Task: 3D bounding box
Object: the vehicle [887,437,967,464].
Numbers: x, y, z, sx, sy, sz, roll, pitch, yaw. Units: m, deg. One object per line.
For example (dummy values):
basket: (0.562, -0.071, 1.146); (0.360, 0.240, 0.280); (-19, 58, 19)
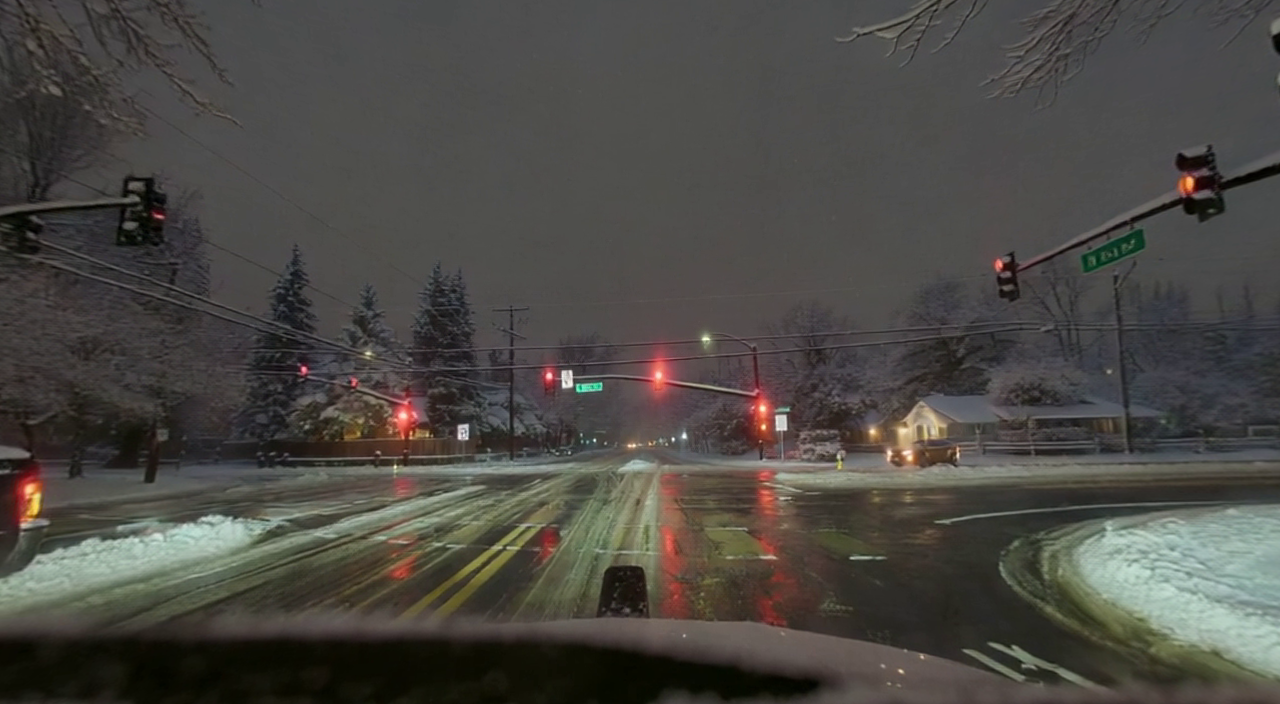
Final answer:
vehicle: (16.115, 5.560, 35.567); (3.952, 1.468, 1.768); (-4, -9, 22)
